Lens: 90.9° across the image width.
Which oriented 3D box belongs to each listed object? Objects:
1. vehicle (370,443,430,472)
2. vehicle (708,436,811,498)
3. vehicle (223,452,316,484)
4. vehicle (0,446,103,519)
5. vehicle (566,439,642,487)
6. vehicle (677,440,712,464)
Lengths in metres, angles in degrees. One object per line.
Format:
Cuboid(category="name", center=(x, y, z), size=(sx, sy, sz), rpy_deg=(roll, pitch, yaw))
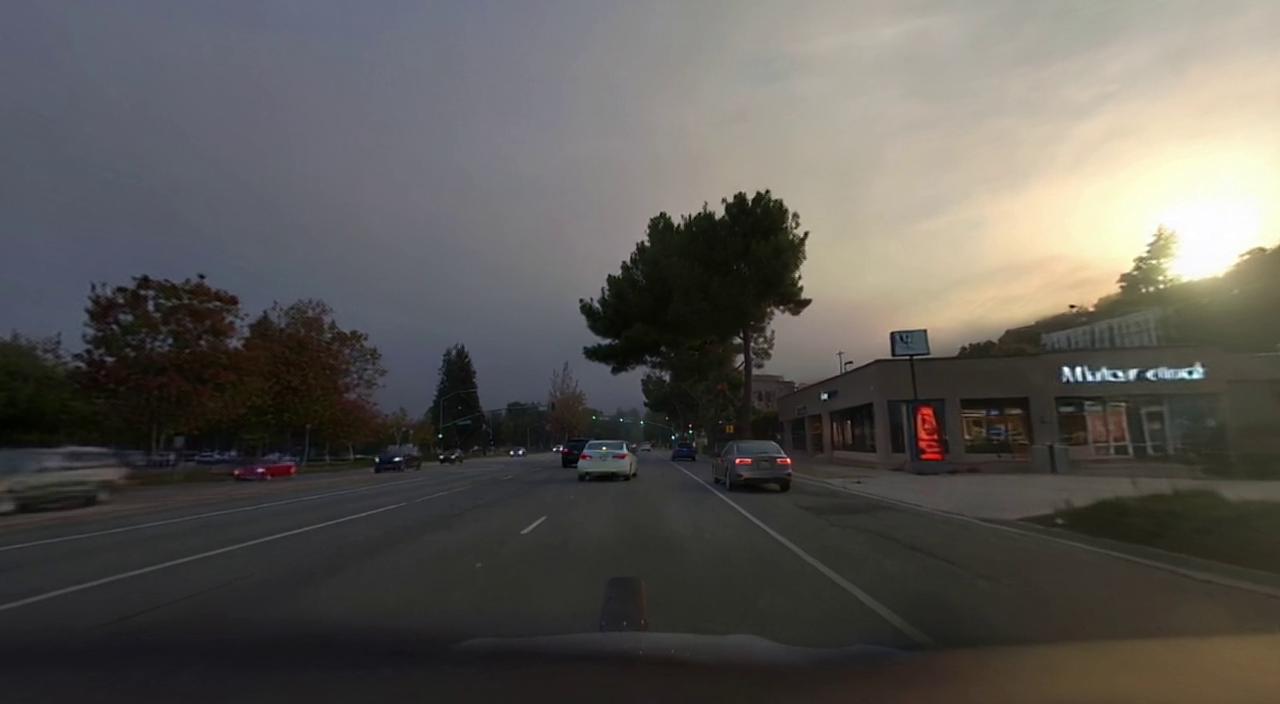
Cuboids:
Cuboid(category="vehicle", center=(-15.289, 6.714, 40.362), size=(1.957, 1.732, 4.568), rpy_deg=(-1, -8, 1))
Cuboid(category="vehicle", center=(3.138, 3.106, 17.490), size=(1.948, 1.474, 4.360), rpy_deg=(0, -8, -1))
Cuboid(category="vehicle", center=(-19.277, 6.014, 33.094), size=(1.984, 1.481, 4.752), rpy_deg=(0, -8, 1))
Cuboid(category="vehicle", center=(-15.565, 3.083, 15.011), size=(1.863, 1.658, 4.078), rpy_deg=(0, -8, 1))
Cuboid(category="vehicle", center=(-1.077, 3.610, 20.840), size=(1.971, 1.433, 3.923), rpy_deg=(-1, -8, 4))
Cuboid(category="vehicle", center=(3.589, 6.669, 42.214), size=(1.913, 1.463, 4.198), rpy_deg=(0, -8, -1))
